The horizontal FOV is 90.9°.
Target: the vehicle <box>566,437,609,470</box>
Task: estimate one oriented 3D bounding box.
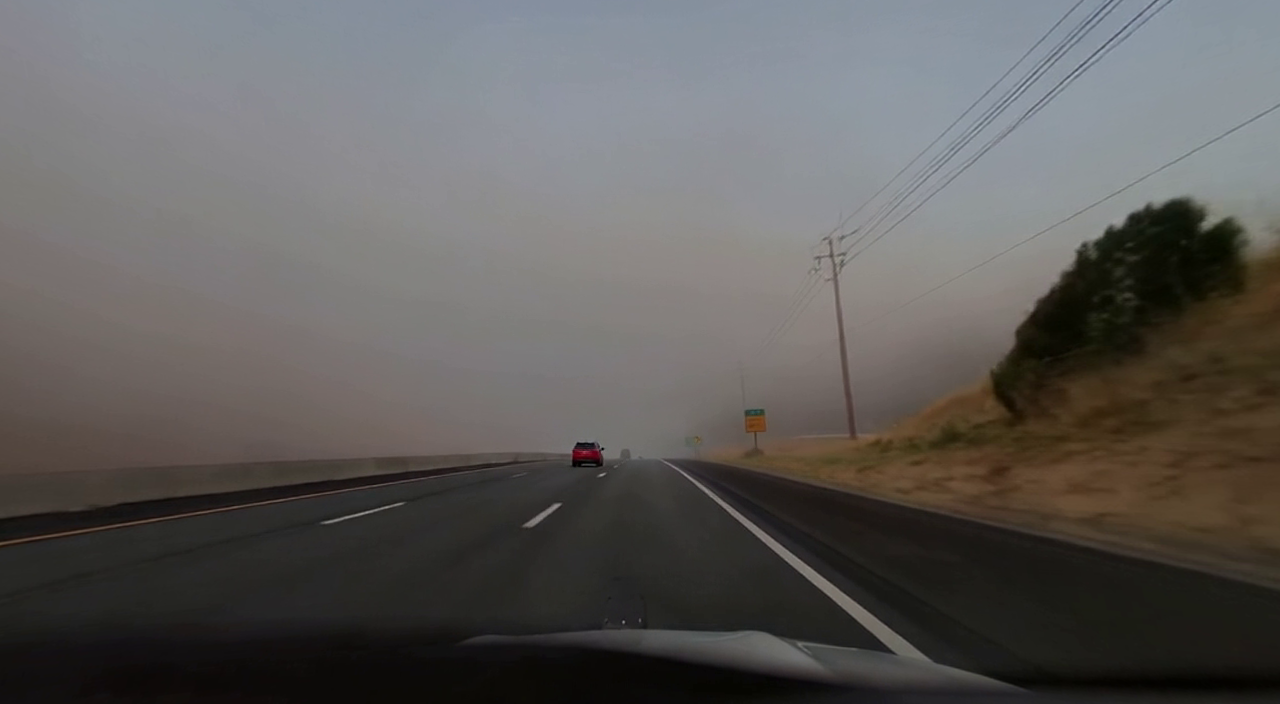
[{"bbox_3d":[-3.102,6.071,38.024,2.136,1.845,4.515,0,-8,1],"label":"vehicle"}]

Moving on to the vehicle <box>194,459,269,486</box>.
[{"bbox_3d":[-25.517,7.502,39.578,1.847,1.470,4.288,0,-8,0],"label":"vehicle"}]
